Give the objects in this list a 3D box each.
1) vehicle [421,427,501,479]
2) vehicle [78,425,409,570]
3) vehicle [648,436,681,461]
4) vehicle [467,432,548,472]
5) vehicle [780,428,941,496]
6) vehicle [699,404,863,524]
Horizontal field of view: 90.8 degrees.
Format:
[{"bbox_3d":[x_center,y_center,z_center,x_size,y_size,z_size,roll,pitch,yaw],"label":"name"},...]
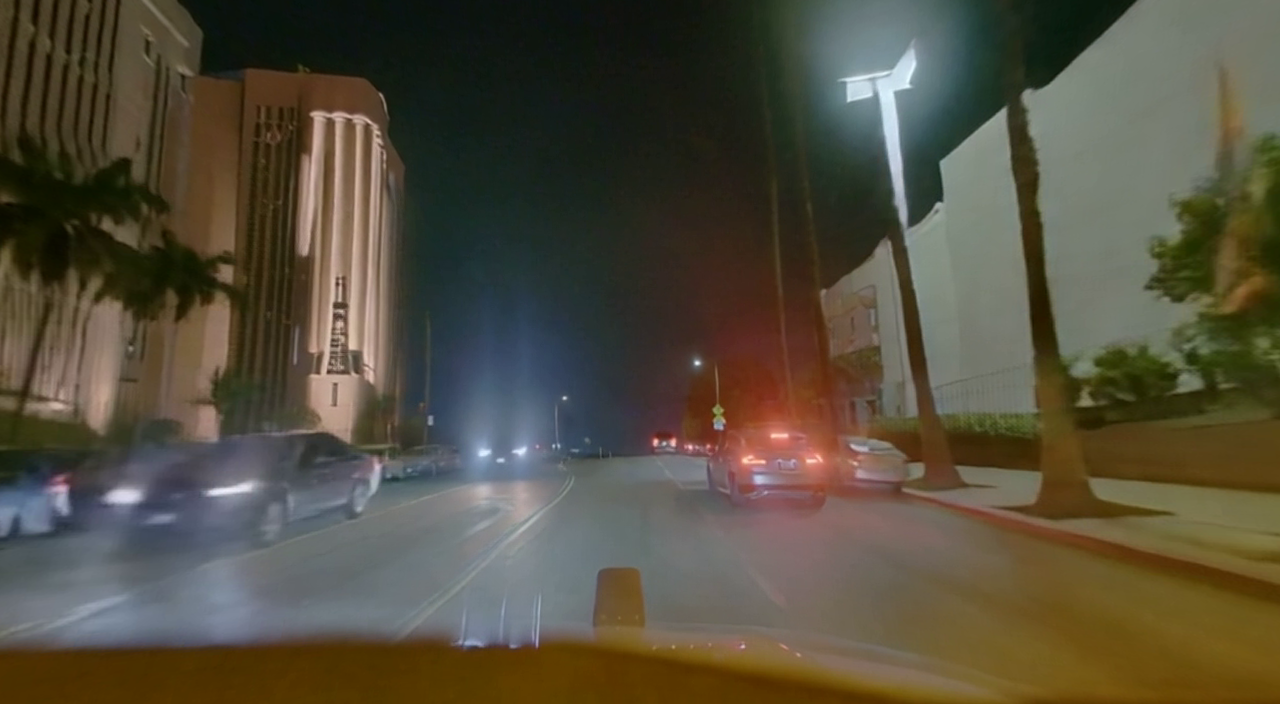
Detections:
[{"bbox_3d":[-8.465,4.871,30.375,2.100,2.227,5.094,-1,-9,3],"label":"vehicle"},{"bbox_3d":[-5.568,2.106,9.851,2.171,1.676,4.523,-1,-9,1],"label":"vehicle"},{"bbox_3d":[1.778,6.938,45.379,2.196,1.655,3.939,-1,-9,3],"label":"vehicle"},{"bbox_3d":[-5.318,4.141,26.098,2.153,1.469,4.939,-1,-9,2],"label":"vehicle"},{"bbox_3d":[5.276,2.764,16.061,2.166,1.399,5.177,-1,-9,-1],"label":"vehicle"},{"bbox_3d":[2.414,2.108,12.130,1.995,1.858,4.333,0,-9,-2],"label":"vehicle"}]
